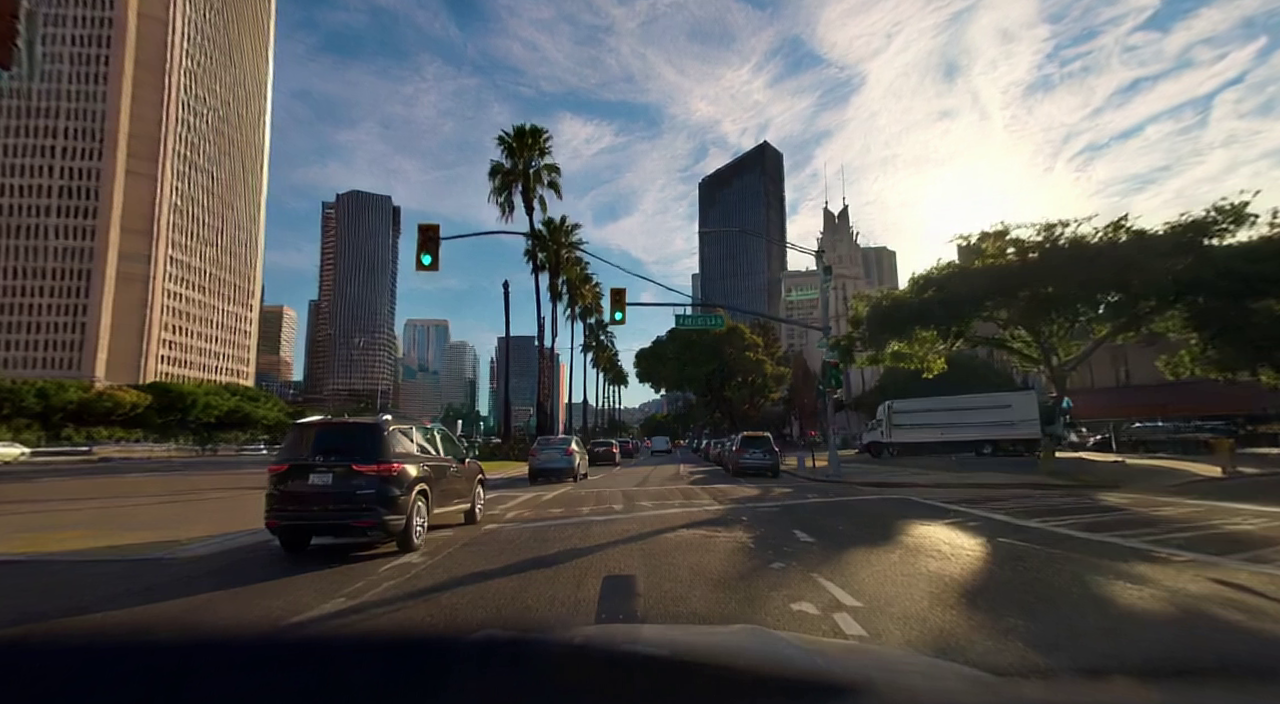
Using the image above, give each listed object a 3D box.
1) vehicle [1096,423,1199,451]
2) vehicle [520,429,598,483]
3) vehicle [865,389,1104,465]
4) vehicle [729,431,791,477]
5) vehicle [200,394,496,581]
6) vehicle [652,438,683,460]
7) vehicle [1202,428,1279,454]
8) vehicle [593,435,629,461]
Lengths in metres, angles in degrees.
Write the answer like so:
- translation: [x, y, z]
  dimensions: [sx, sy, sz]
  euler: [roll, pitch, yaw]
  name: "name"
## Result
- translation: [32.745, 5.564, 40.782]
  dimensions: [1.994, 1.685, 4.655]
  euler: [2, -9, -20]
  name: "vehicle"
- translation: [-2.783, 3.715, 22.738]
  dimensions: [2.014, 1.740, 4.392]
  euler: [0, -8, 3]
  name: "vehicle"
- translation: [17.674, 4.135, 33.149]
  dimensions: [10.428, 3.452, 2.869]
  euler: [-8, -11, 39]
  name: "vehicle"
- translation: [4.966, 4.281, 26.719]
  dimensions: [1.965, 1.735, 4.835]
  euler: [0, -8, 3]
  name: "vehicle"
- translation: [-3.332, 1.620, 8.300]
  dimensions: [1.800, 1.797, 4.224]
  euler: [0, -8, 1]
  name: "vehicle"
- translation: [1.906, 6.731, 43.672]
  dimensions: [2.036, 1.461, 3.890]
  euler: [0, -8, 3]
  name: "vehicle"
- translation: [35.289, 5.045, 35.630]
  dimensions: [1.754, 1.398, 4.750]
  euler: [4, -9, -25]
  name: "vehicle"
- translation: [-1.895, 6.485, 42.488]
  dimensions: [1.955, 1.637, 4.243]
  euler: [0, -8, 3]
  name: "vehicle"
